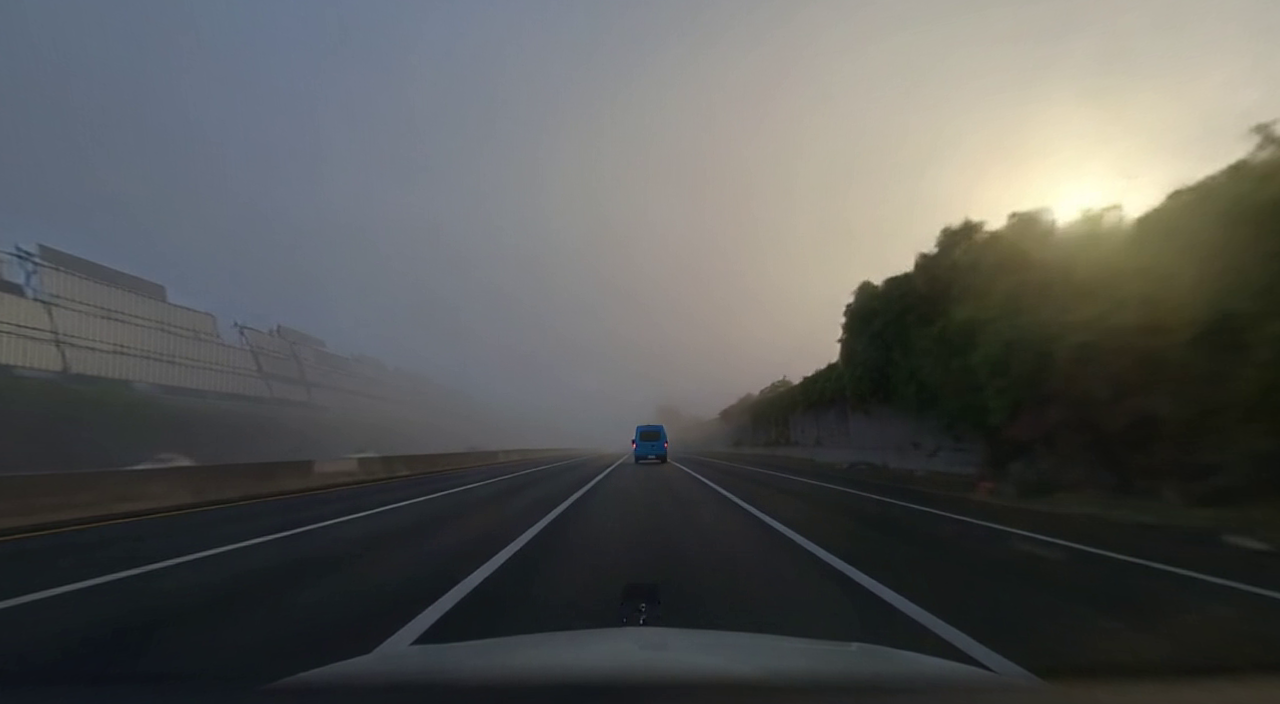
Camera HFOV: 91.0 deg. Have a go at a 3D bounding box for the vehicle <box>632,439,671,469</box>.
[{"bbox_3d":[0.567,5.431,33.635,1.997,1.484,3.409,0,-8,0],"label":"vehicle"}]
